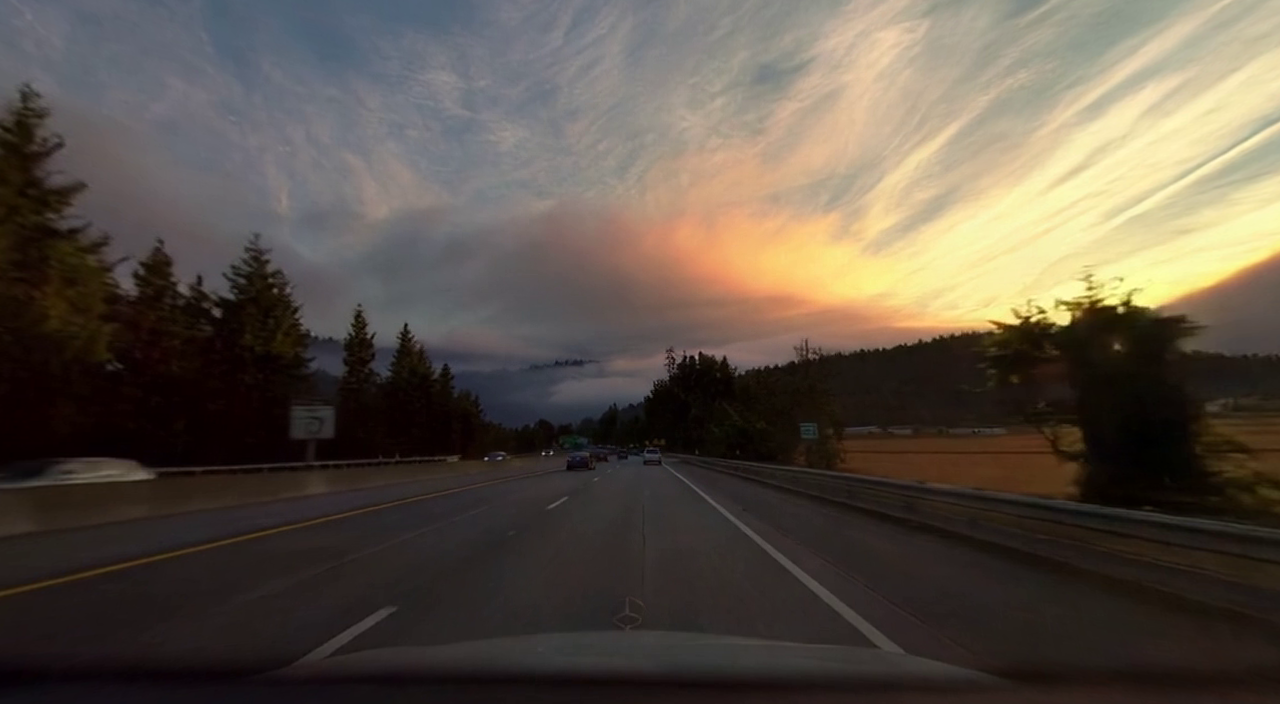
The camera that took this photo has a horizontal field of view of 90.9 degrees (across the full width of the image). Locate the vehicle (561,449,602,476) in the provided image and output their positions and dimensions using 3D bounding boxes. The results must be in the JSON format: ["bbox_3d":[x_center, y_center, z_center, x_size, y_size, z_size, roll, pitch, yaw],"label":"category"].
[{"bbox_3d":[-3.394,6.549,37.522,1.970,1.483,4.097,-1,-9,1],"label":"vehicle"}]

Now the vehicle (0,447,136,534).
[{"bbox_3d":[-12.573,2.594,11.963,2.005,1.555,4.819,0,-9,0],"label":"vehicle"}]
